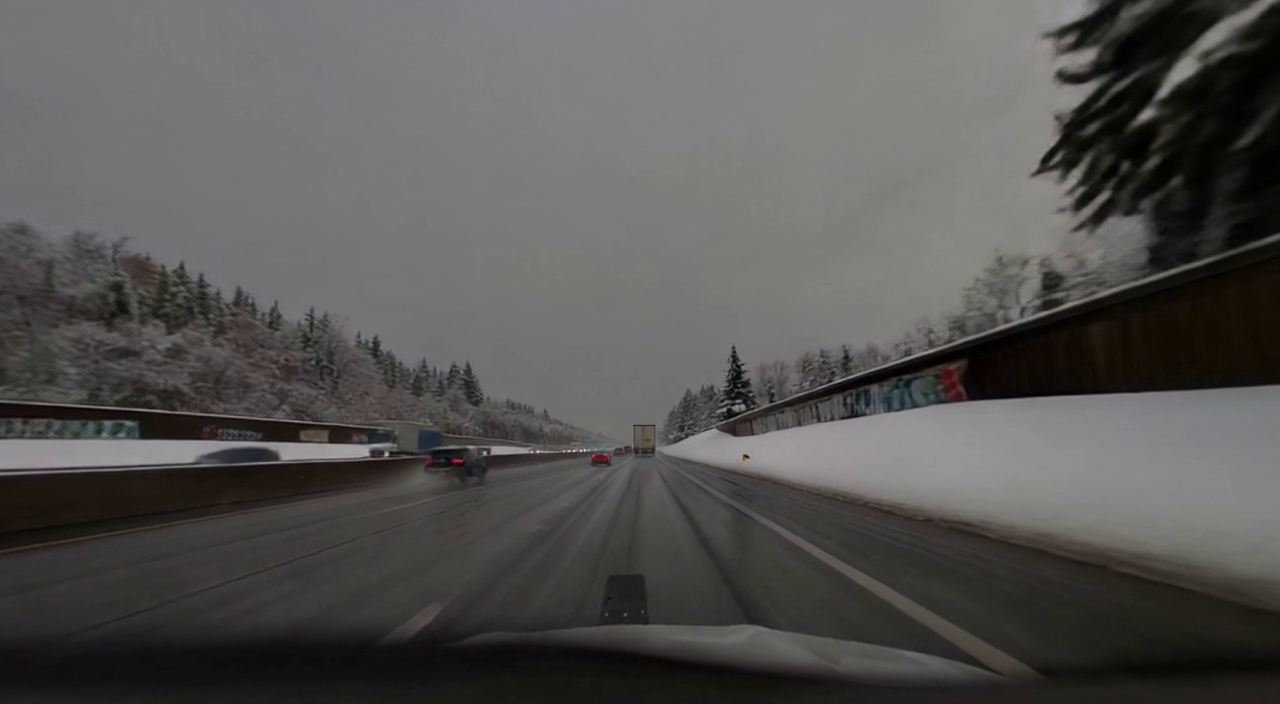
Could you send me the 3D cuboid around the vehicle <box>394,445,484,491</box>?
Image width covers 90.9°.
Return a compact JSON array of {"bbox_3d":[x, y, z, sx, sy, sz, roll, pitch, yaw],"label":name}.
[{"bbox_3d":[-6.724,3.889,21.393,2.027,1.431,3.033,0,-9,0],"label":"vehicle"}]
